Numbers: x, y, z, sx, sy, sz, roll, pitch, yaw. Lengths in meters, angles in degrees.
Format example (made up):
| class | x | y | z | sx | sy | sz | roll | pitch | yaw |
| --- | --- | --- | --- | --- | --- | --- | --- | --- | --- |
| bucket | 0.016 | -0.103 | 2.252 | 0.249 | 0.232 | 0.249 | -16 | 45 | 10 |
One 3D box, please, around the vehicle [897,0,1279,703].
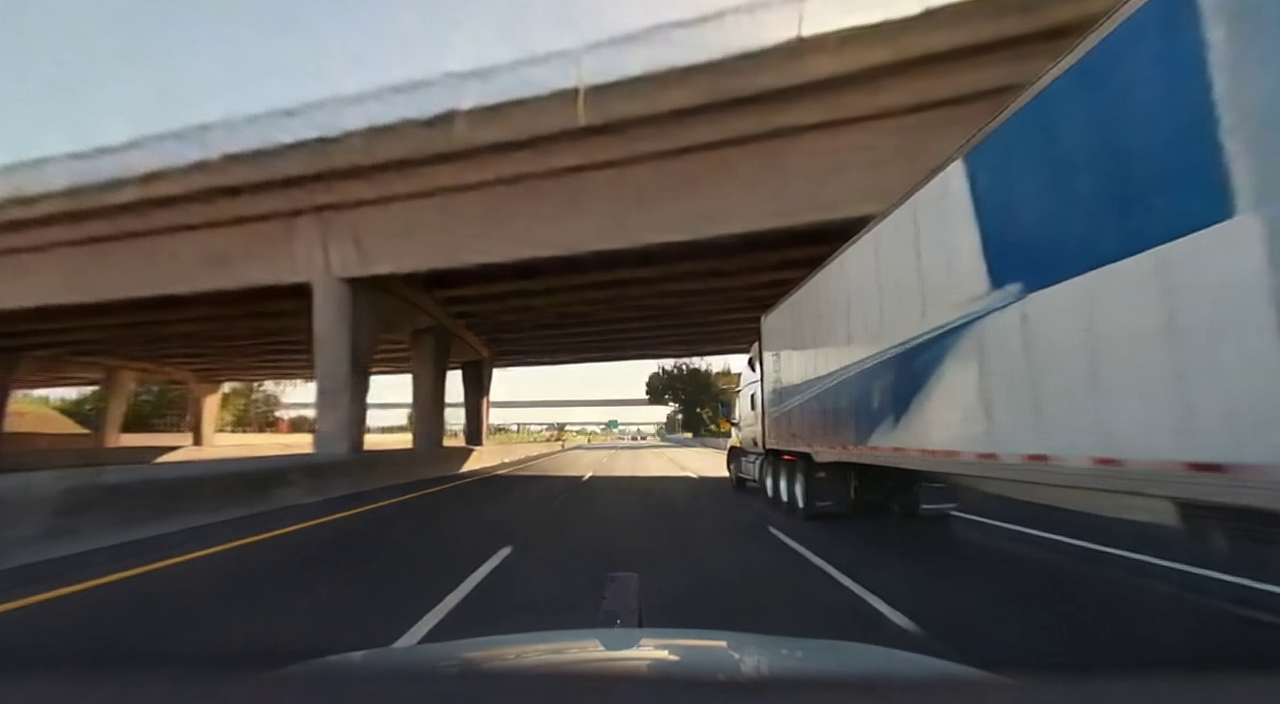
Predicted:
| class | x | y | z | sx | sy | sz | roll | pitch | yaw |
| --- | --- | --- | --- | --- | --- | --- | --- | --- | --- |
| vehicle | 4.394 | -0.373 | 2.354 | 2.880 | 3.986 | 9.103 | 0 | -8 | 0 |
